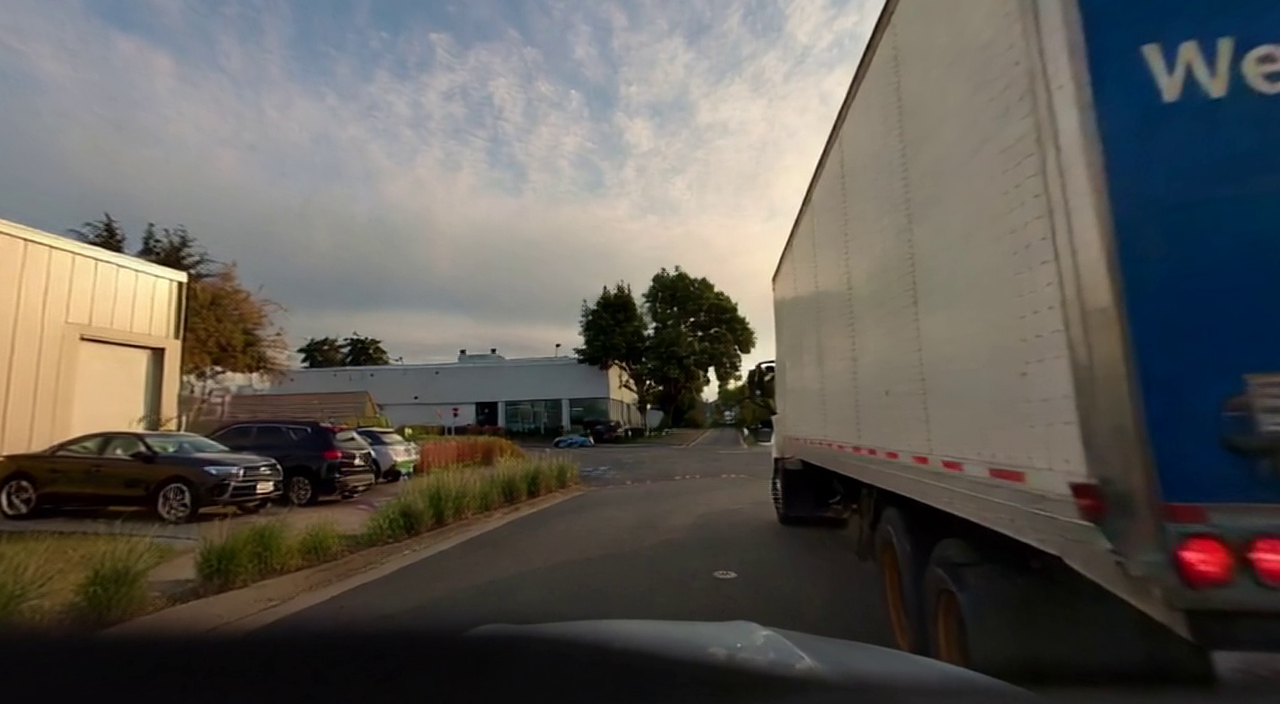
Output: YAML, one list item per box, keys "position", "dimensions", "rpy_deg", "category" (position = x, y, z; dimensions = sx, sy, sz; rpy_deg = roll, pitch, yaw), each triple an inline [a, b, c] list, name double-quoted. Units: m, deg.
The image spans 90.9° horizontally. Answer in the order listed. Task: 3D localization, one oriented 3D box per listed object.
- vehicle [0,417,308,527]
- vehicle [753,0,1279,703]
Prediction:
- position: [-7.578, 1.763, 9.543]
  dimensions: [4.015, 1.461, 1.903]
  rpy_deg: [-1, -8, 2]
  category: "vehicle"
- position: [3.509, 0.433, 8.181]
  dimensions: [2.865, 4.113, 14.471]
  rpy_deg: [-1, -8, 6]
  category: "vehicle"
